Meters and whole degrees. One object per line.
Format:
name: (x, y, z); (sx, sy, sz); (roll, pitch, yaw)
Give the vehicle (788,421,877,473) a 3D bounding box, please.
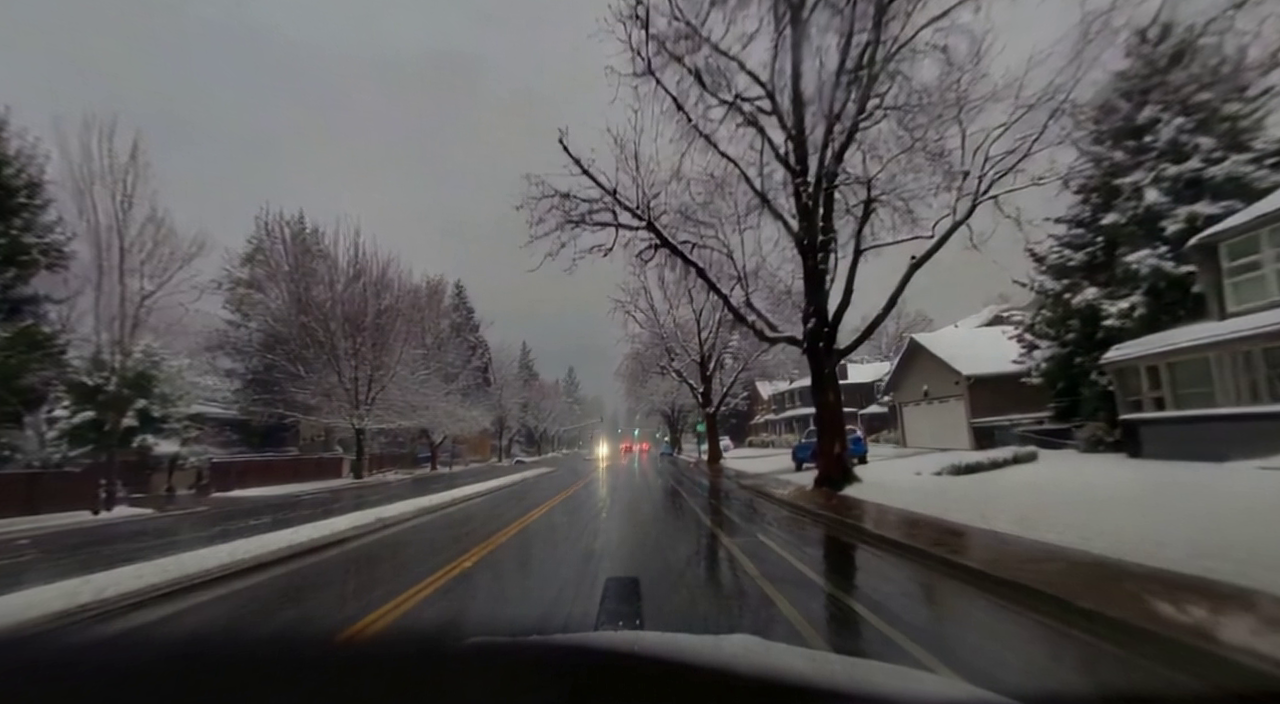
vehicle: (8.047, 4.086, 26.971); (2.051, 1.801, 4.785); (-5, -9, -2)
